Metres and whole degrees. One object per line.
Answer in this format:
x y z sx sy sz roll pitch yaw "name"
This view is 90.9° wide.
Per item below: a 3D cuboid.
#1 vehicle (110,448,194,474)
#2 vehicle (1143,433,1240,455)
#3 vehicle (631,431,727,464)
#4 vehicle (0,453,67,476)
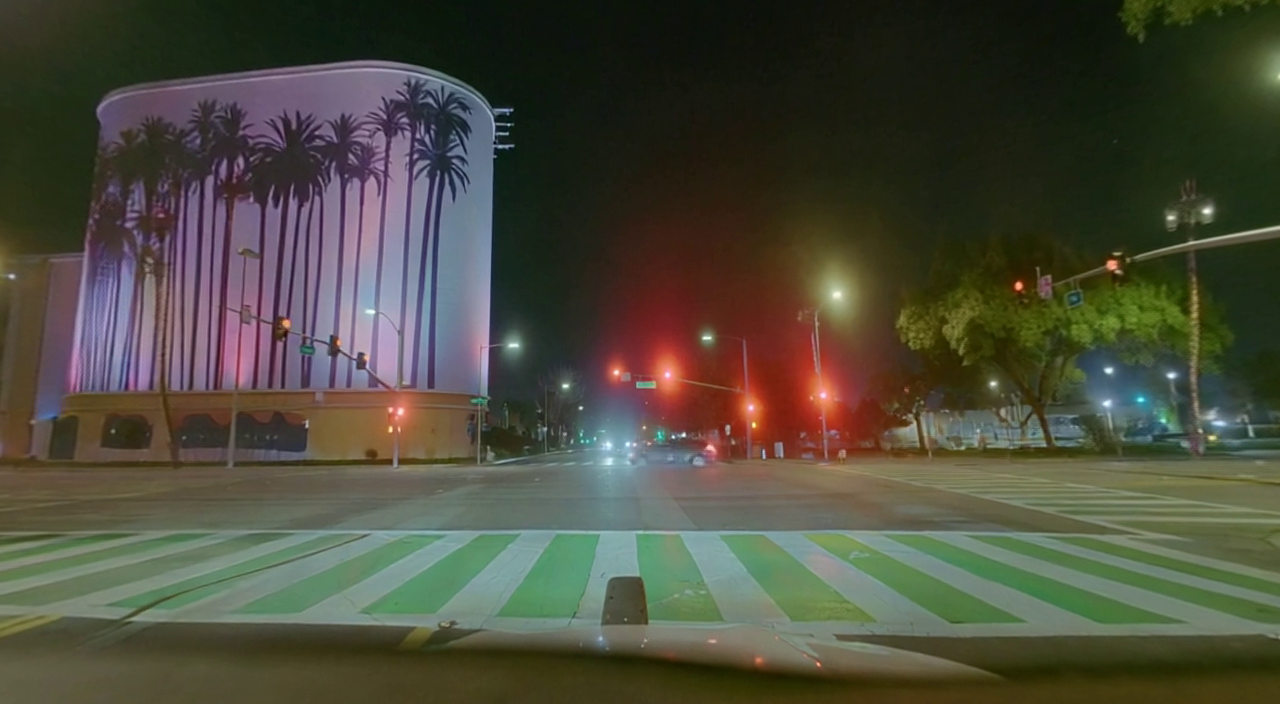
-33.074 7.398 42.760 4.136 1.661 1.857 0 -8 1 "vehicle"
36.033 6.026 41.249 4.606 1.449 1.687 0 -8 2 "vehicle"
2.265 5.654 37.311 5.477 1.880 2.125 0 -8 1 "vehicle"
-41.665 7.603 42.778 3.698 1.508 1.779 0 -8 1 "vehicle"
